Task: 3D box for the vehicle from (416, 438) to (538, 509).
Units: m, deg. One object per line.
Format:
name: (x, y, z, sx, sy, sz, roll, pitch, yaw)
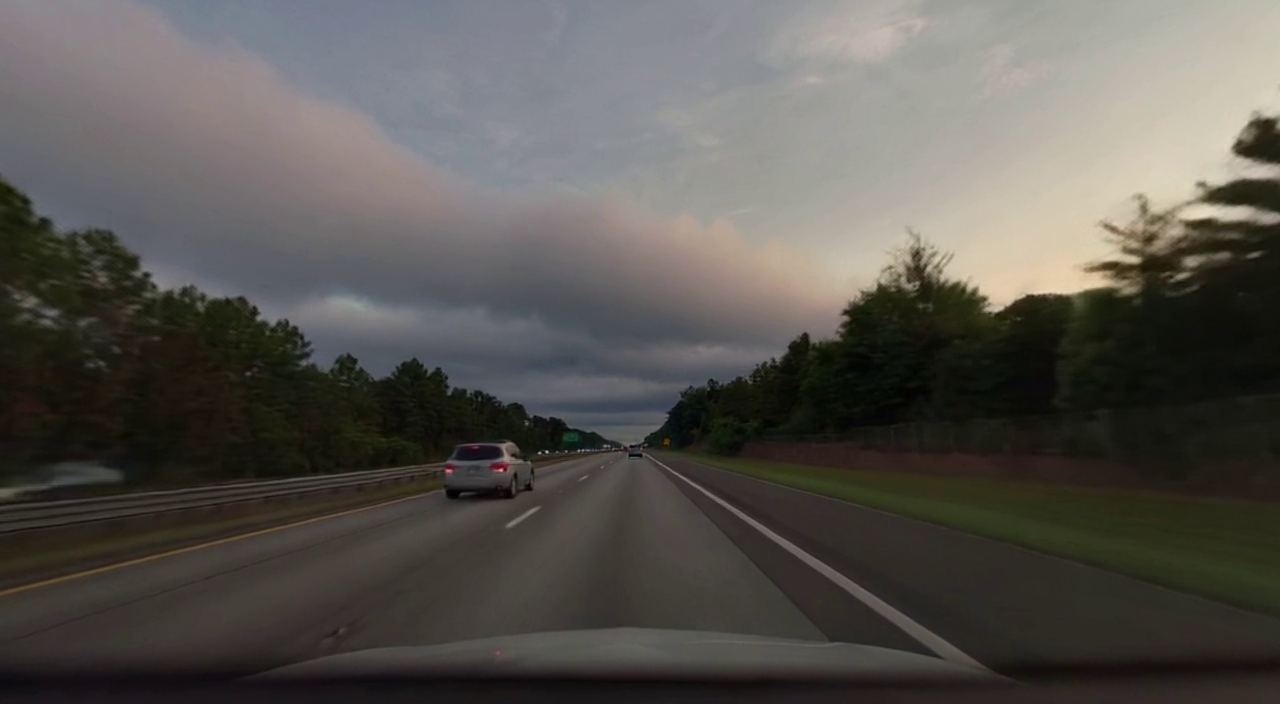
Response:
vehicle: (-4.108, 3.139, 16.686, 1.958, 1.587, 4.801, 0, -9, 0)
